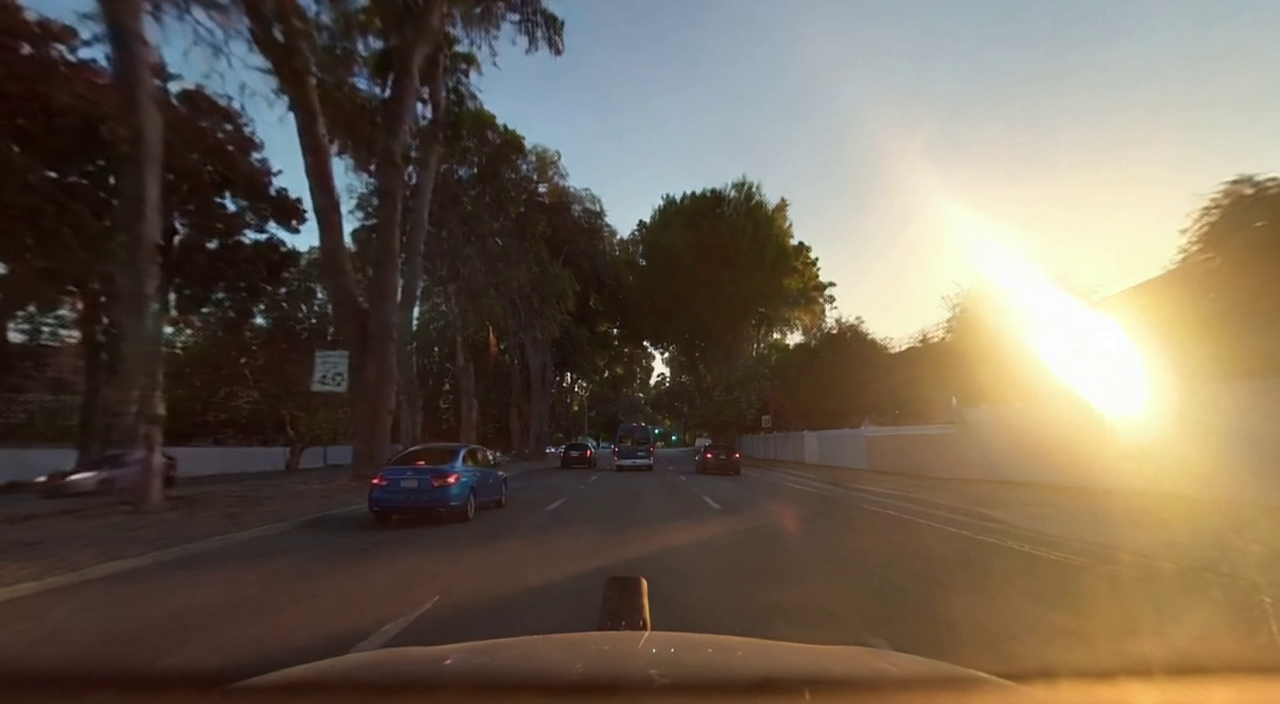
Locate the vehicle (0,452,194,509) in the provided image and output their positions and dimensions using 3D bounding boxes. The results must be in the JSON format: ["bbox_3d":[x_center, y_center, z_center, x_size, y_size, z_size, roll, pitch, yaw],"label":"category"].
[{"bbox_3d":[-17.365,4.056,20.413,1.931,1.525,5.106,0,-8,1],"label":"vehicle"}]

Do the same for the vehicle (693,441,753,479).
[{"bbox_3d":[3.487,4.624,27.144,1.945,1.469,4.258,0,-8,-1],"label":"vehicle"}]

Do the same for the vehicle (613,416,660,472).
[{"bbox_3d":[-0.192,4.948,33.803,2.311,2.726,5.814,0,-8,0],"label":"vehicle"}]

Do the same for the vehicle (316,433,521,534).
[{"bbox_3d":[-3.733,2.293,11.664,2.036,1.474,4.647,0,-8,1],"label":"vehicle"}]

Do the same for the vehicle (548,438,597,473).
[{"bbox_3d":[-3.541,5.506,33.708,2.021,1.715,4.329,0,-8,1],"label":"vehicle"}]
